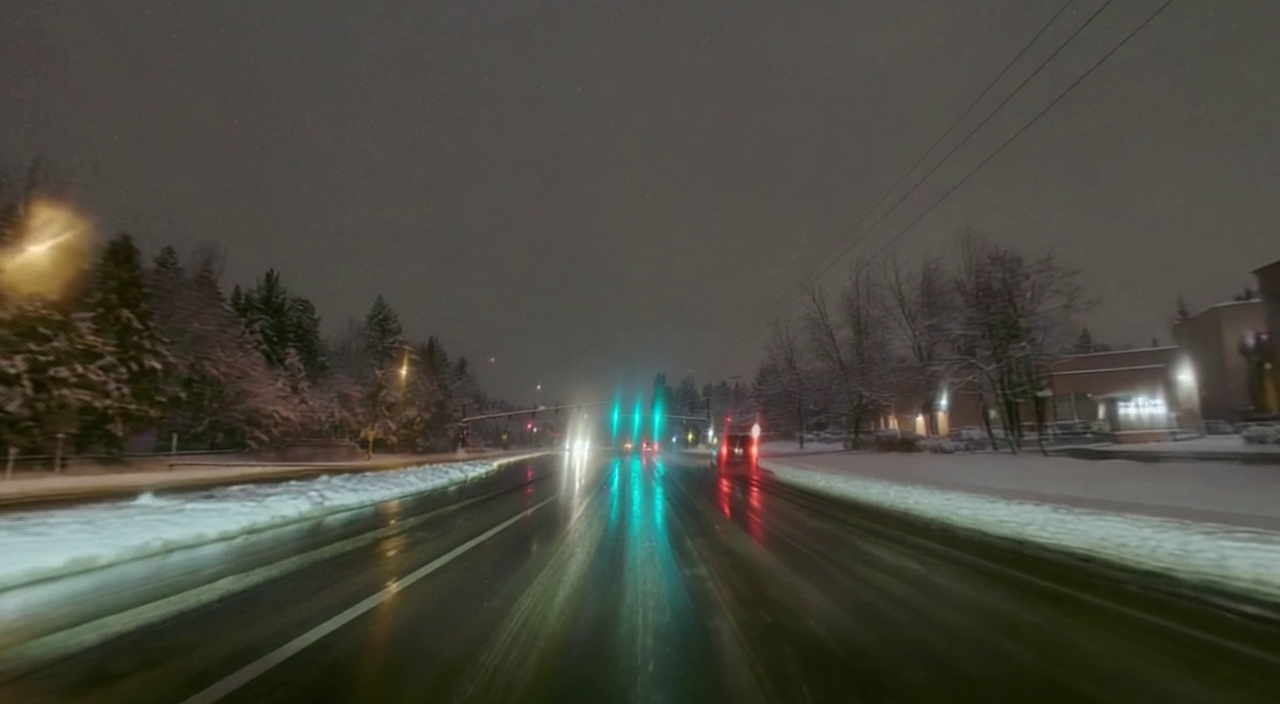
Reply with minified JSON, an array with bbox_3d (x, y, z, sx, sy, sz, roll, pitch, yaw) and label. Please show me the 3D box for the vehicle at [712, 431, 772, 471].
[{"bbox_3d":[5.532,5.507,35.156,2.476,2.016,5.586,0,-9,1],"label":"vehicle"}]
